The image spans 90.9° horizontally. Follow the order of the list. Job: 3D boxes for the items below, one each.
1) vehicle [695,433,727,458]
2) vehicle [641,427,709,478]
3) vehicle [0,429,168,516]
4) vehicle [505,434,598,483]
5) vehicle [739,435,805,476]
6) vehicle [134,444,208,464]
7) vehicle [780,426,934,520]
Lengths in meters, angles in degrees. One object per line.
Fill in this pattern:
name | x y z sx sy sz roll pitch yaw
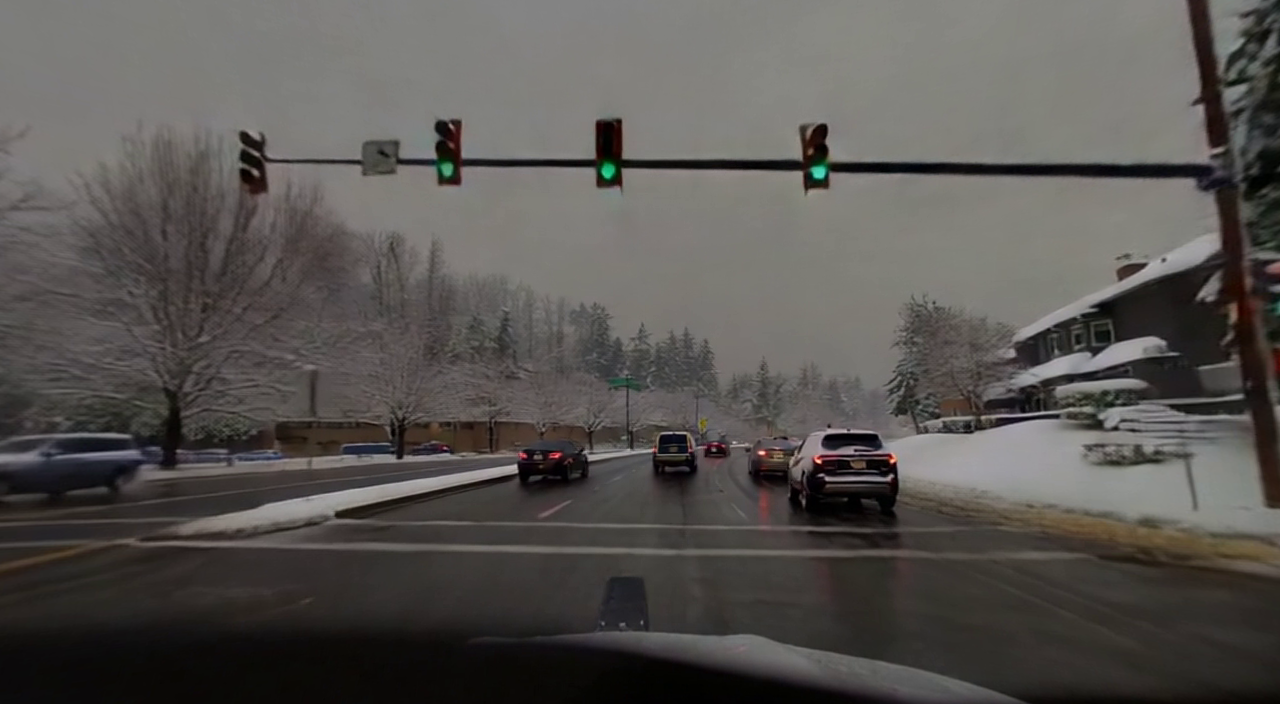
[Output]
vehicle | 5.032 6.610 44.467 1.798 1.660 3.946 -2 -9 12
vehicle | 1.456 3.825 24.142 2.250 1.768 4.574 -1 -9 7
vehicle | -12.336 2.359 12.616 2.009 1.527 4.534 -1 -9 5
vehicle | -2.804 3.531 21.163 2.006 1.464 4.586 -1 -9 6
vehicle | 5.227 4.162 25.546 2.117 1.472 4.158 -1 -9 5
vehicle | -36.490 7.920 49.110 4.194 1.493 1.992 -1 -9 4
vehicle | 4.007 2.286 12.301 1.859 1.540 3.454 -1 -9 2
